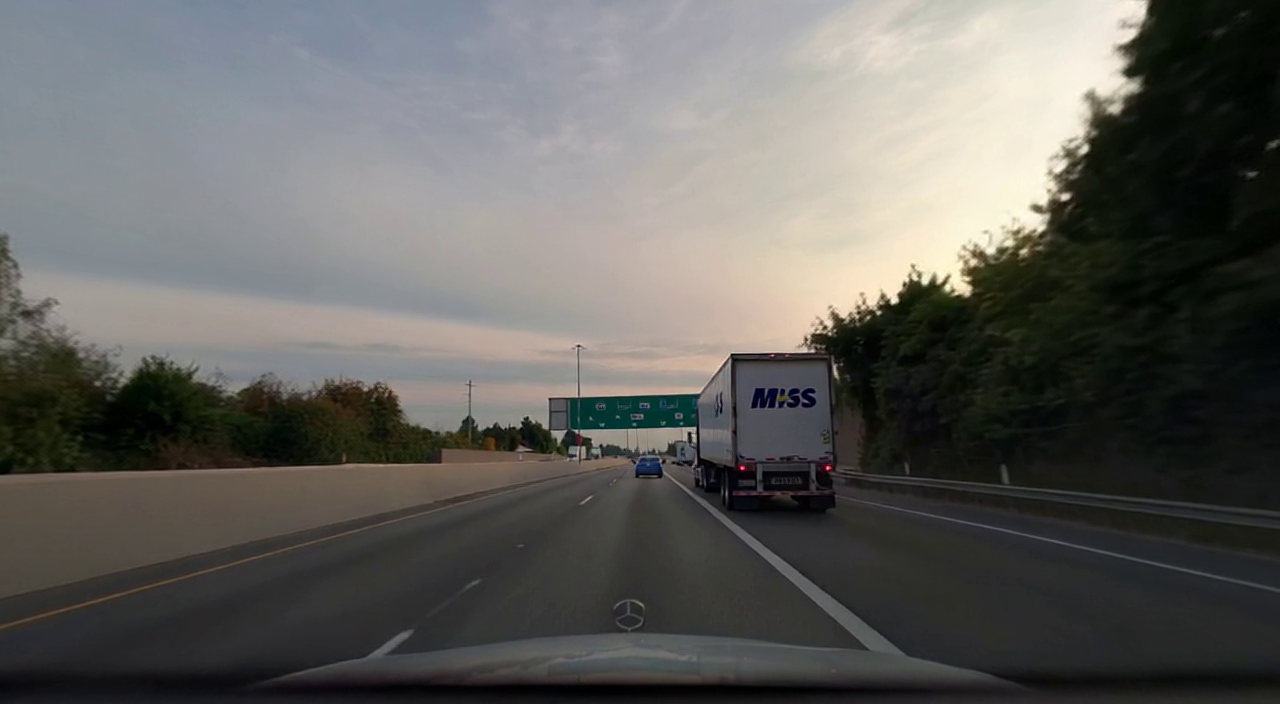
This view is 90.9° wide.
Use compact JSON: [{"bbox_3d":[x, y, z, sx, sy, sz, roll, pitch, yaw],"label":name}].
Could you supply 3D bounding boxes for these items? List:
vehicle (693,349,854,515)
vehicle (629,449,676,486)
[{"bbox_3d":[3.889,3.053,22.787,3.002,4.104,14.174,0,-9,1],"label":"vehicle"},{"bbox_3d":[0.584,5.513,30.306,2.121,1.642,3.828,0,-9,1],"label":"vehicle"}]
